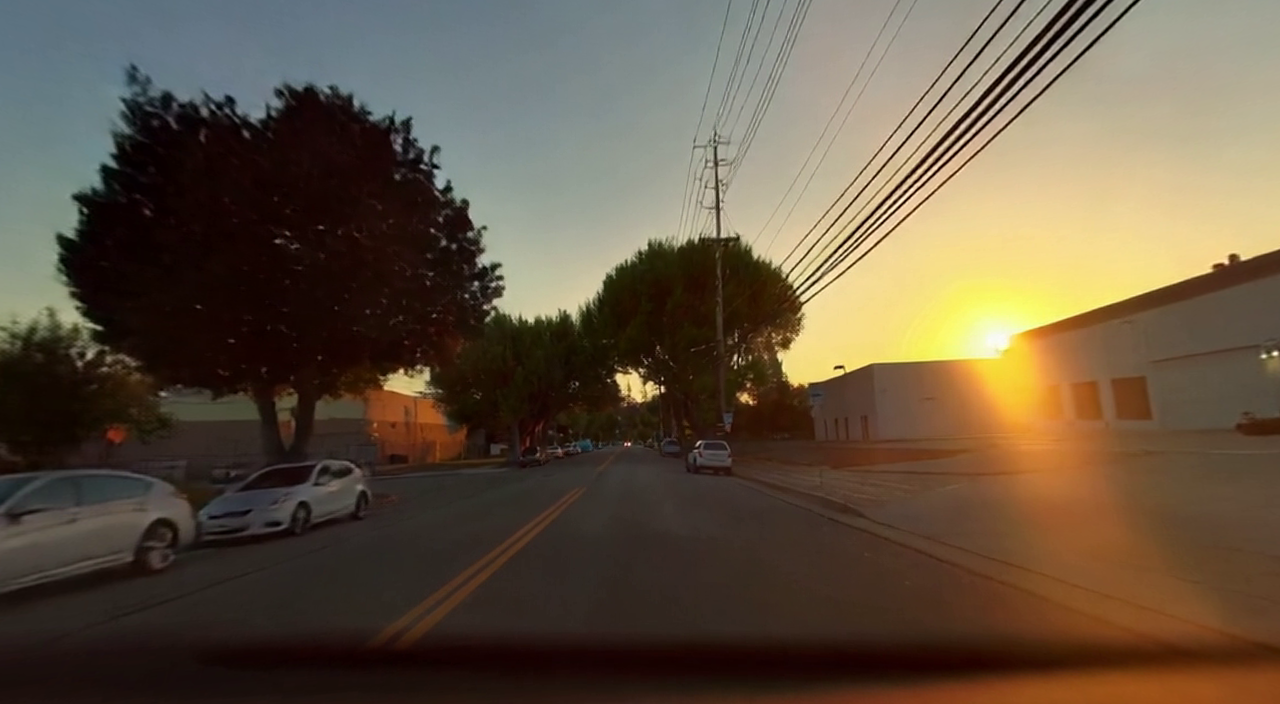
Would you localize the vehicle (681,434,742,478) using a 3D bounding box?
[{"bbox_3d":[3.135,4.714,28.893,2.138,1.820,5.218,0,-8,0],"label":"vehicle"}]

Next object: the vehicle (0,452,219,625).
[{"bbox_3d":[-6.569,1.803,6.183,1.887,1.460,4.444,-4,-8,0],"label":"vehicle"}]

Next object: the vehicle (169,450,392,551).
[{"bbox_3d":[-6.530,2.690,12.143,1.804,1.403,4.174,-3,-8,1],"label":"vehicle"}]
